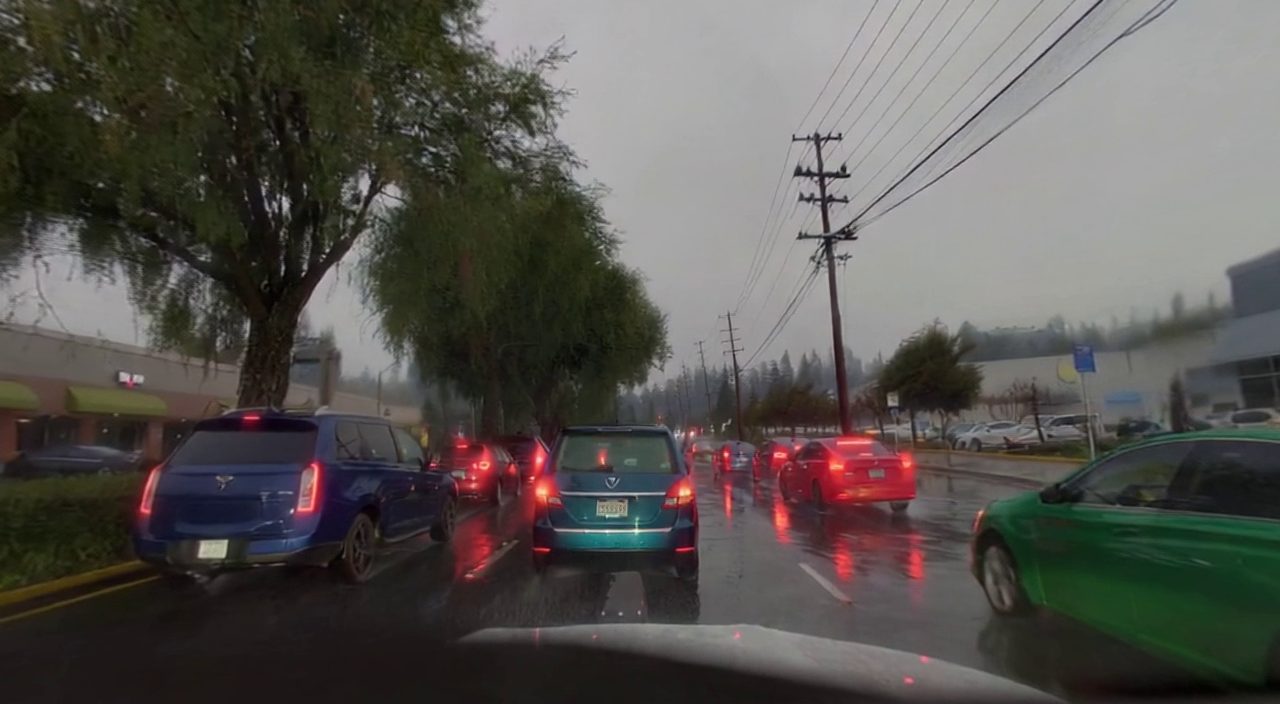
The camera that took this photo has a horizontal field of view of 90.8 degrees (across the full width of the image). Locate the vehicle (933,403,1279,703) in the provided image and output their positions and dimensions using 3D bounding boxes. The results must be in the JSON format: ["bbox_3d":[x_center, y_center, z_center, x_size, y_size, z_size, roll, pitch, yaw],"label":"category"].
[{"bbox_3d":[3.643,1.077,3.391,1.929,1.479,4.723,0,-9,1],"label":"vehicle"}]

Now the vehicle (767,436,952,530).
[{"bbox_3d":[3.918,2.401,12.215,1.909,1.473,4.361,0,-9,-1],"label":"vehicle"}]

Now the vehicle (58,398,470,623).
[{"bbox_3d":[-3.443,1.524,7.010,1.979,1.697,4.254,0,-9,-1],"label":"vehicle"}]

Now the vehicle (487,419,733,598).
[{"bbox_3d":[-0.316,1.631,7.402,2.097,1.511,3.809,0,-9,-2],"label":"vehicle"}]
